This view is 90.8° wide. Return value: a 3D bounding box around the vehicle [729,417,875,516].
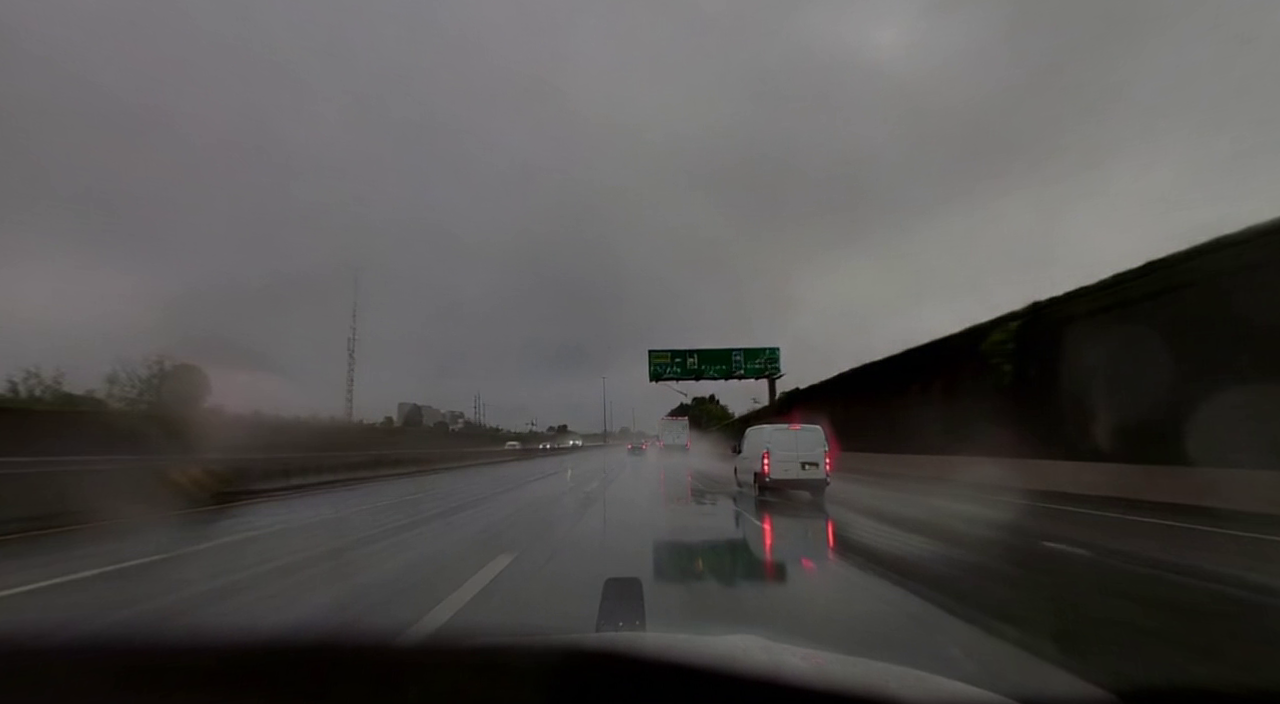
[{"bbox_3d":[3.533,2.614,14.885,2.035,1.931,4.841,0,-9,-1],"label":"vehicle"}]
